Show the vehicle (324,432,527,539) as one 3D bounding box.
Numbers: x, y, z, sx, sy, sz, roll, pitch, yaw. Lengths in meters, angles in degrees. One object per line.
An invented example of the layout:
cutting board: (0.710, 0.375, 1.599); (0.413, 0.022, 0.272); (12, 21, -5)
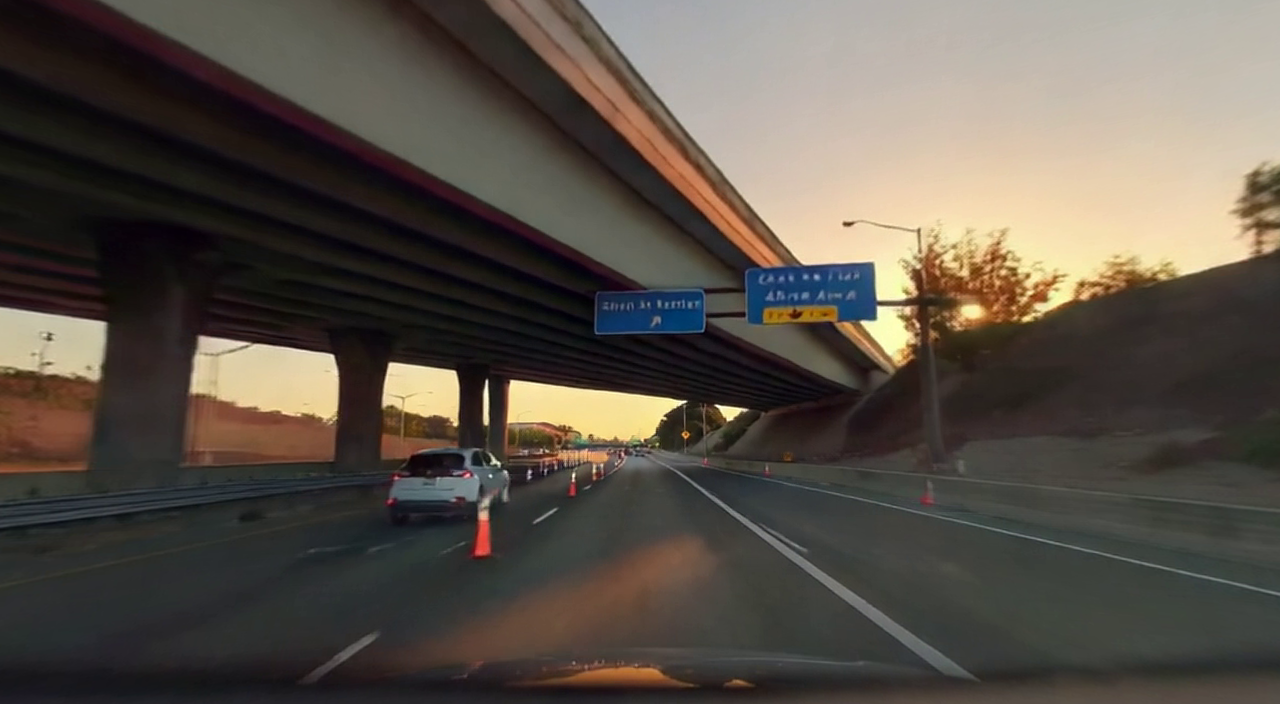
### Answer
vehicle: (-3.640, 2.366, 11.898); (2.069, 1.560, 5.018); (0, -9, 0)
